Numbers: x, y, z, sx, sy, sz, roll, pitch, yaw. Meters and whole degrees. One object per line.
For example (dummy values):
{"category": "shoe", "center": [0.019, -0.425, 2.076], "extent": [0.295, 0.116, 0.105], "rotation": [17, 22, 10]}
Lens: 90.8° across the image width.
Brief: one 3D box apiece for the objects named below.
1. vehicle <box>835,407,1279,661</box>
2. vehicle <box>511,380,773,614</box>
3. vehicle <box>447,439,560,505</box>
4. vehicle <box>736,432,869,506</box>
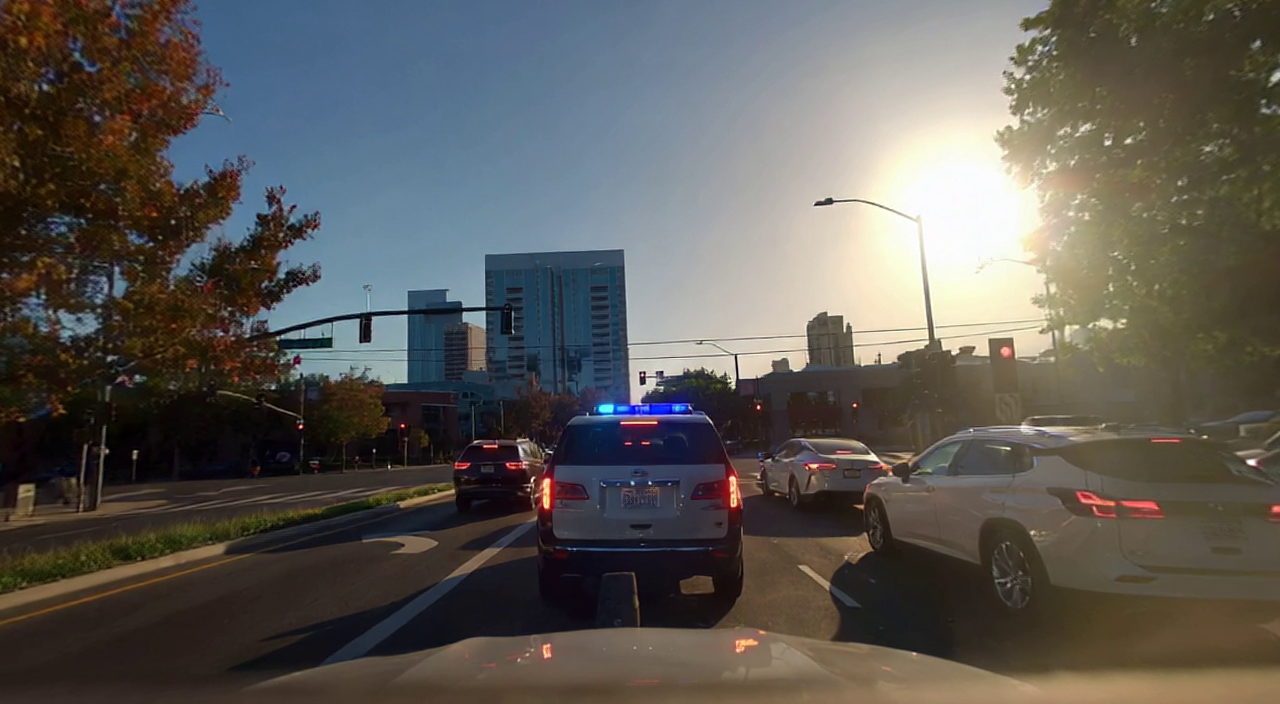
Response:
{"category": "vehicle", "center": [3.643, 1.408, 6.068], "extent": [1.995, 1.483, 4.533], "rotation": [0, -8, -1]}
{"category": "vehicle", "center": [-0.033, 1.456, 7.270], "extent": [2.038, 1.819, 4.505], "rotation": [0, -8, -1]}
{"category": "vehicle", "center": [-3.305, 2.987, 16.214], "extent": [1.913, 1.464, 4.276], "rotation": [0, -8, 0]}
{"category": "vehicle", "center": [3.646, 2.706, 15.054], "extent": [1.940, 1.474, 4.234], "rotation": [0, -8, -1]}
